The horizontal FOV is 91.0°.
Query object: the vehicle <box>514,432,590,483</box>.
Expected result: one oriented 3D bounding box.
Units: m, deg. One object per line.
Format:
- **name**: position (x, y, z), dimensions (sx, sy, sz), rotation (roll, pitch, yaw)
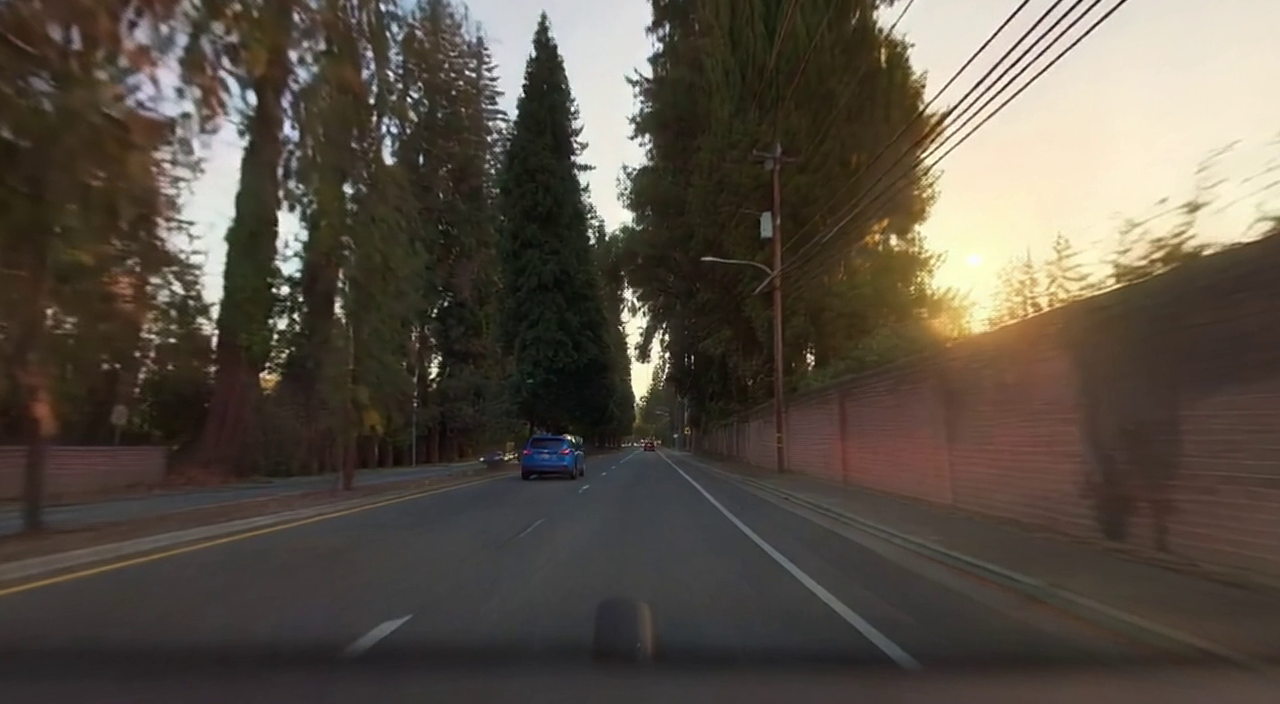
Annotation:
- **vehicle**: position (-3.233, 4.000, 24.109), dimensions (2.147, 1.730, 4.555), rotation (0, -8, 1)
